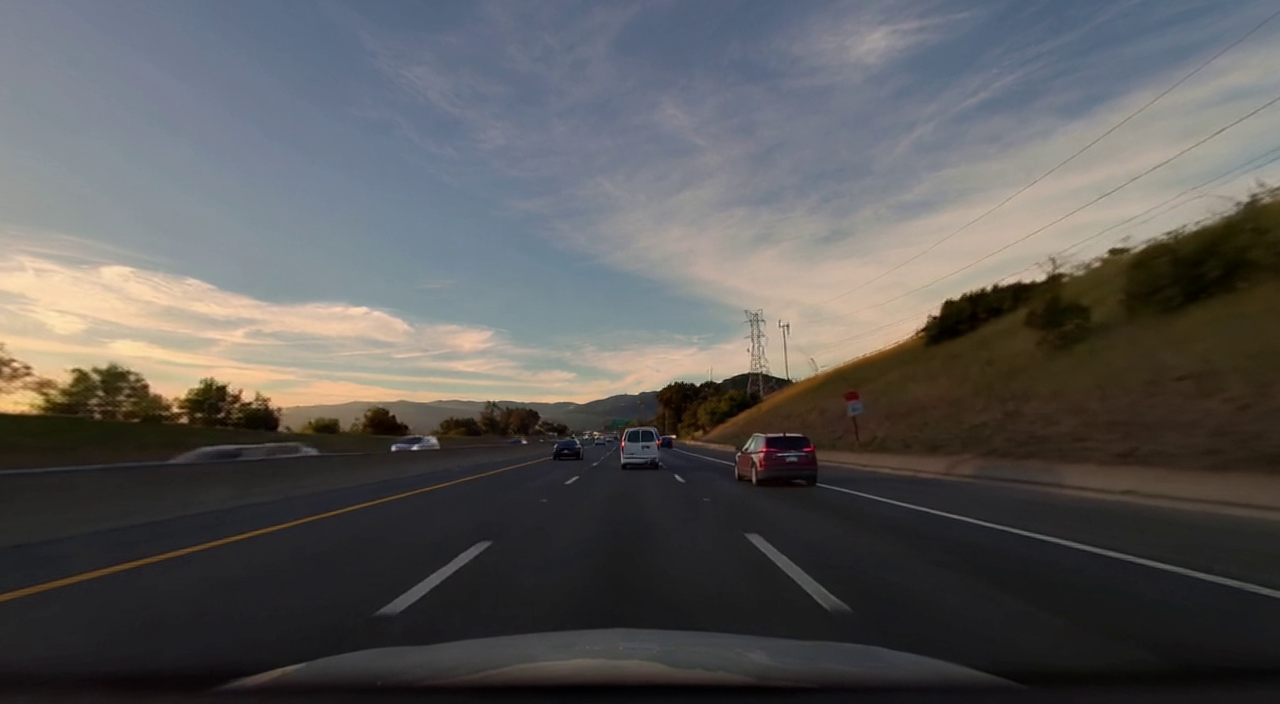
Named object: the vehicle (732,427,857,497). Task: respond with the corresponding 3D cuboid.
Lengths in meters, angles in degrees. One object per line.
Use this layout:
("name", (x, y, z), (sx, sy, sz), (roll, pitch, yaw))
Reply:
("vehicle", (3.845, 2.787, 16.640), (1.923, 1.562, 4.691), (0, -7, -2))

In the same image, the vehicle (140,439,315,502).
("vehicle", (-11.422, 3.258, 17.924), (2.060, 1.512, 4.395), (0, -7, -1))

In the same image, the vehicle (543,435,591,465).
("vehicle", (-3.862, 5.253, 34.140), (2.093, 1.517, 4.648), (0, -7, -1))

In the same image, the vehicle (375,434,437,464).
("vehicle", (-15.925, 6.613, 43.316), (2.338, 1.946, 5.183), (0, -7, -1))

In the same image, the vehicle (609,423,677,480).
("vehicle", (0.044, 3.467, 22.363), (2.159, 1.811, 4.238), (0, -7, -1))
